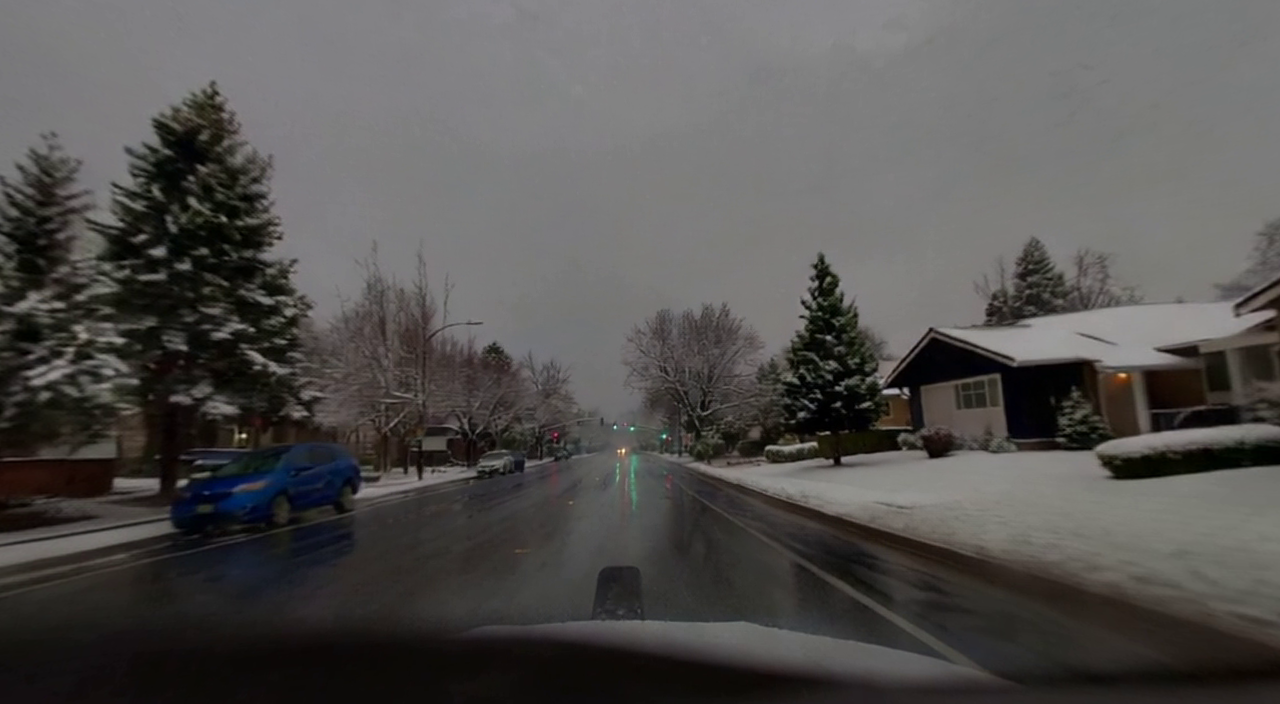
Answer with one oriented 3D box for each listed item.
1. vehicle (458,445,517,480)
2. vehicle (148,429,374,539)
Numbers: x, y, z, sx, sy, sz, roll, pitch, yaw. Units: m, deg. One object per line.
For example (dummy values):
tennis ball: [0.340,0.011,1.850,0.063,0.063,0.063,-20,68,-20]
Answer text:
vehicle: [-8.315,6.026,34.829,2.130,1.692,4.544,-3,-8,-1]
vehicle: [-7.634,2.668,13.421,2.209,1.807,4.432,-2,-9,-3]
